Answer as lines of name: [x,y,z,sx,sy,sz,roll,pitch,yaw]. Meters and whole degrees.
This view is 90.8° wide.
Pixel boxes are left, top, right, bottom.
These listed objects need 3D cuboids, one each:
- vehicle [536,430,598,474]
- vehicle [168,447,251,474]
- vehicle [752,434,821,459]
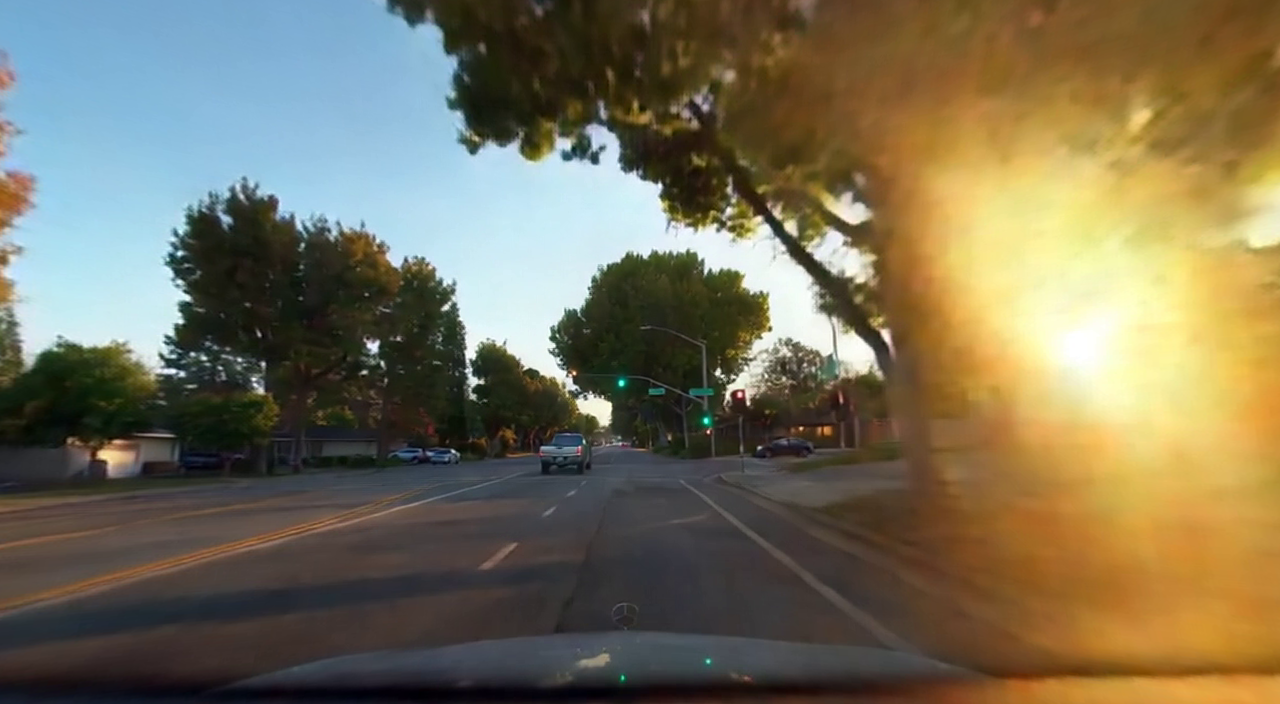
vehicle: [-3.613,5.156,32.699,2.508,2.001,5.880,0,-9,0]
vehicle: [-28.920,7.317,42.582,4.092,1.624,1.965,0,-11,-12]
vehicle: [10.627,6.894,46.141,4.500,1.761,1.975,0,-9,1]
